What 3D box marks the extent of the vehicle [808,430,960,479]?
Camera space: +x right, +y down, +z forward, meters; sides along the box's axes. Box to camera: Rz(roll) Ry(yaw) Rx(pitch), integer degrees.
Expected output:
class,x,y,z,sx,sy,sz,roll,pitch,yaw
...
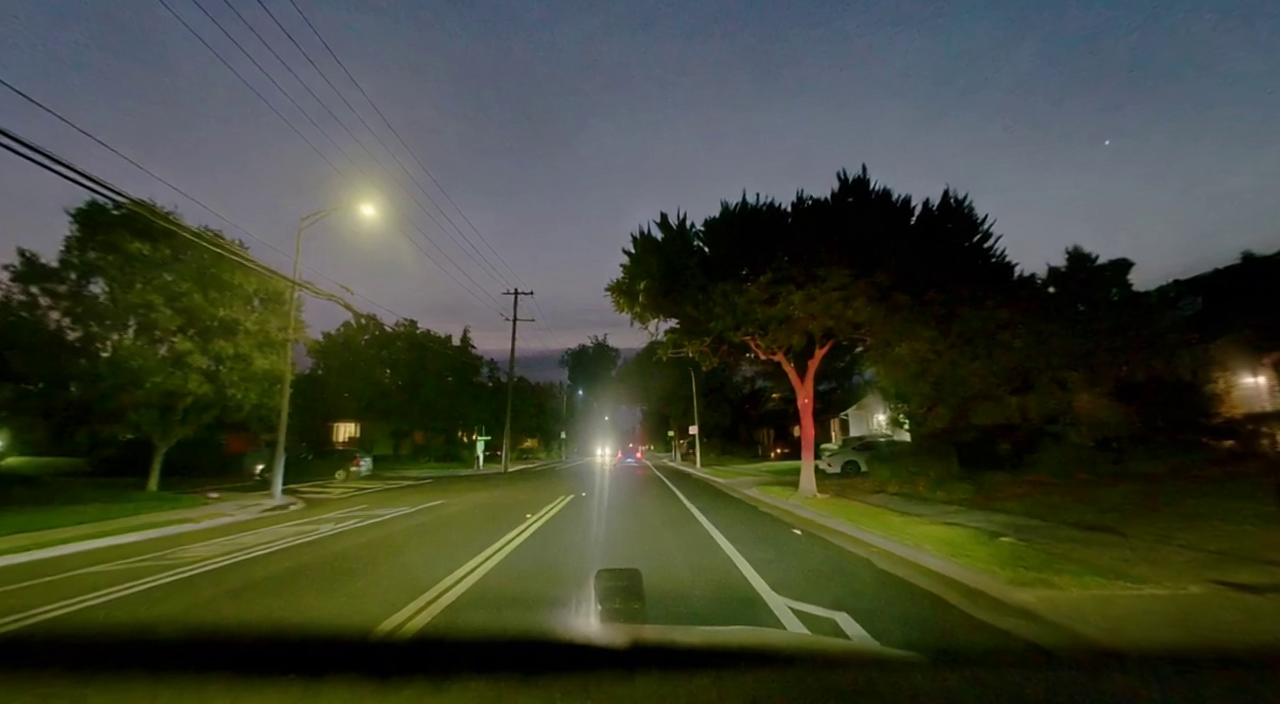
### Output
class,x,y,z,sx,sy,sz,roll,pitch,yaw
vehicle,8.993,3.840,23.750,4.953,1.704,1.952,-1,-9,10

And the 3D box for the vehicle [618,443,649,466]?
class,x,y,z,sx,sy,sz,roll,pitch,yaw
vehicle,-0.487,7.985,49.445,2.303,1.747,4.679,0,-8,0

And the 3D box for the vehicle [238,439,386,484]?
class,x,y,z,sx,sy,sz,roll,pitch,yaw
vehicle,-14.383,4.826,27.954,5.217,1.866,2.342,0,-9,1

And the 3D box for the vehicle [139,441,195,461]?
class,x,y,z,sx,sy,sz,roll,pitch,yaw
vehicle,-35.079,7.359,46.931,1.533,1.417,3.342,0,-9,1
